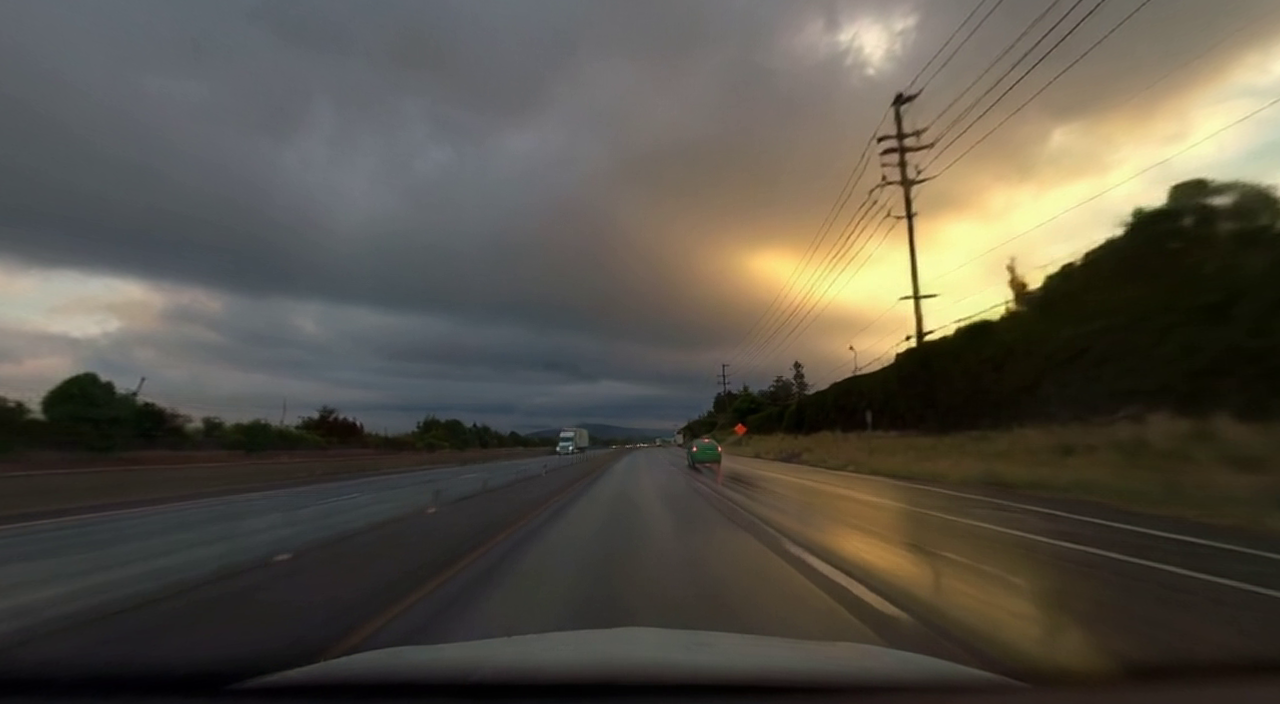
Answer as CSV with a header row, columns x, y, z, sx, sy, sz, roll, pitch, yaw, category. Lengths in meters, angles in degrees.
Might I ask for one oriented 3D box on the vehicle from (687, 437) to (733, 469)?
x,y,z,sx,sy,sz,roll,pitch,yaw,category
3.671,5.379,33.799,1.977,1.581,4.428,-1,-8,0,vehicle
